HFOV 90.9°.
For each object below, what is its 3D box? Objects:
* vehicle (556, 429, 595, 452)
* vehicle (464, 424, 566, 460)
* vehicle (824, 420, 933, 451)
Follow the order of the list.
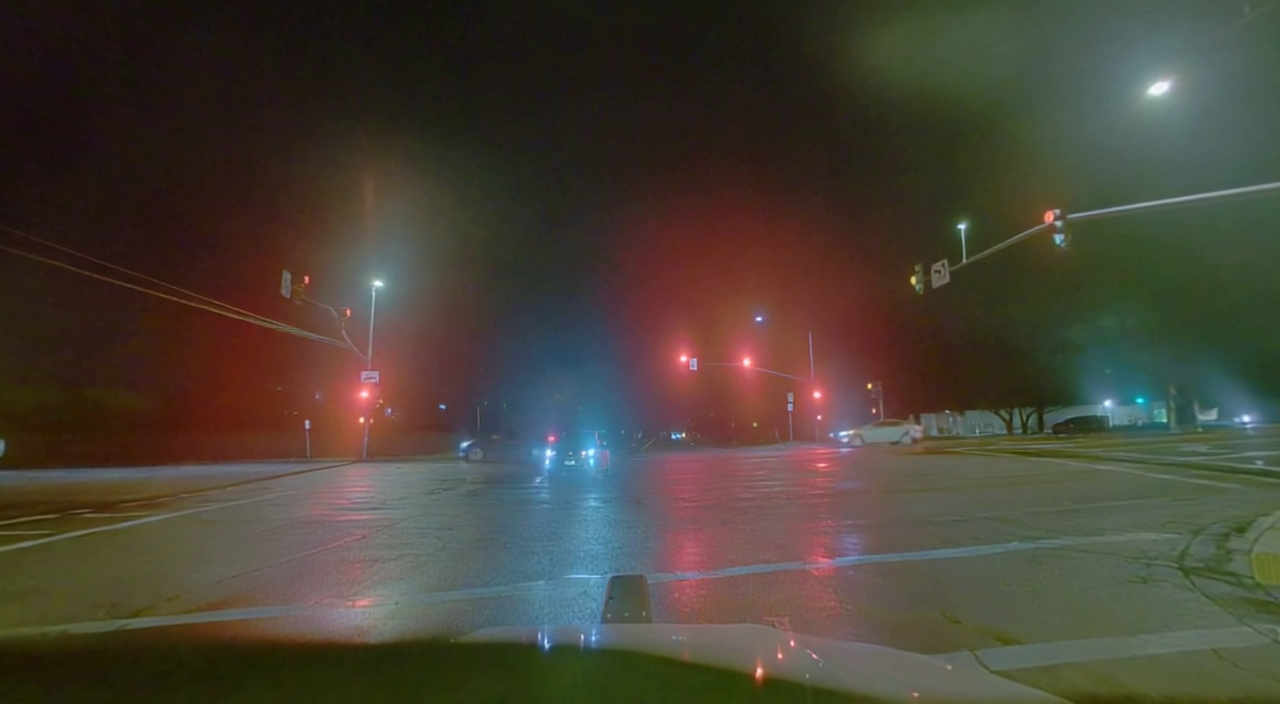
[{"bbox_3d":[-4.389,6.169,43.784,1.919,1.467,4.086,-1,-9,5],"label":"vehicle"},{"bbox_3d":[-5.587,4.113,28.729,4.407,1.569,1.859,1,-9,-7],"label":"vehicle"},{"bbox_3d":[11.474,4.067,30.520,4.510,1.431,1.884,1,-9,-8],"label":"vehicle"}]
